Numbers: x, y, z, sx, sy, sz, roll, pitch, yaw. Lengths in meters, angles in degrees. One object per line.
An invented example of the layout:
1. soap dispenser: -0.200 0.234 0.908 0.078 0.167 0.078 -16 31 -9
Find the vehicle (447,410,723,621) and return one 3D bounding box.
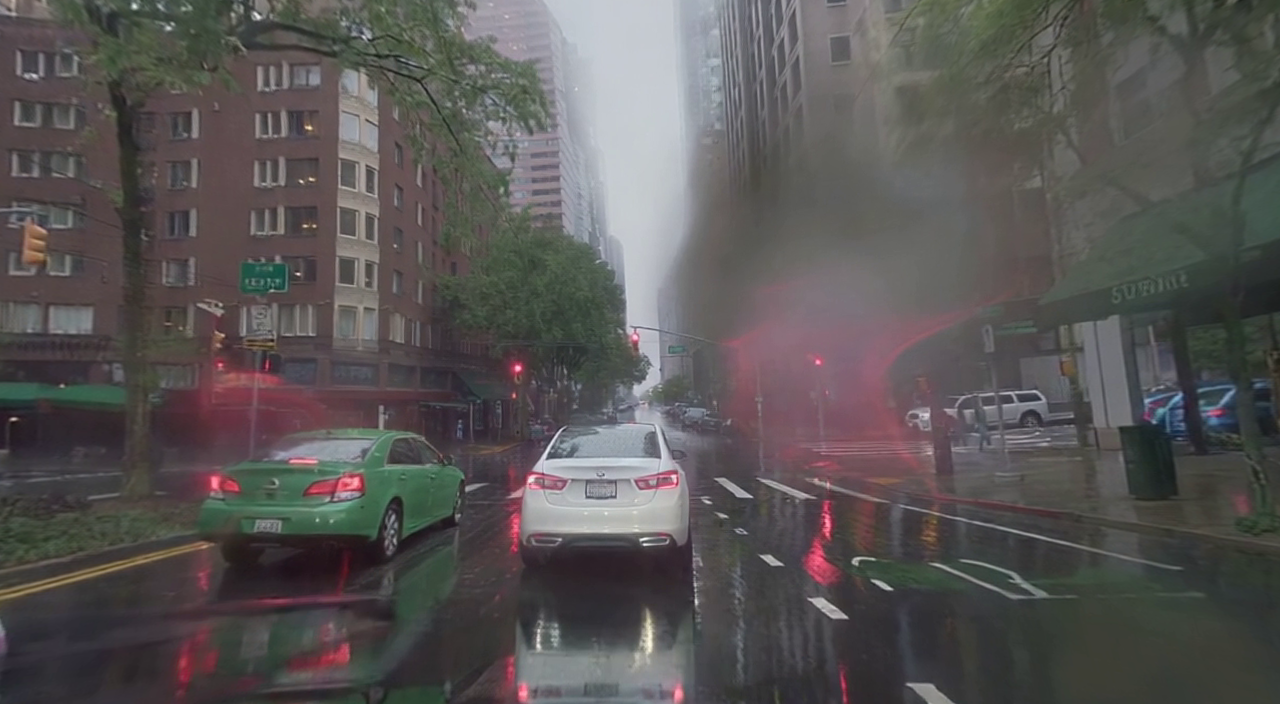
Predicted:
1. vehicle: -0.422 1.479 6.626 1.999 1.520 3.896 0 -8 -1

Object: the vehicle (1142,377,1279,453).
1. vehicle: 21.621 2.298 22.506 5.863 2.493 2.354 1 -9 -11

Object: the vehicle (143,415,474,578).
1. vehicle: -3.705 1.686 8.175 1.934 1.522 4.287 0 -8 0
